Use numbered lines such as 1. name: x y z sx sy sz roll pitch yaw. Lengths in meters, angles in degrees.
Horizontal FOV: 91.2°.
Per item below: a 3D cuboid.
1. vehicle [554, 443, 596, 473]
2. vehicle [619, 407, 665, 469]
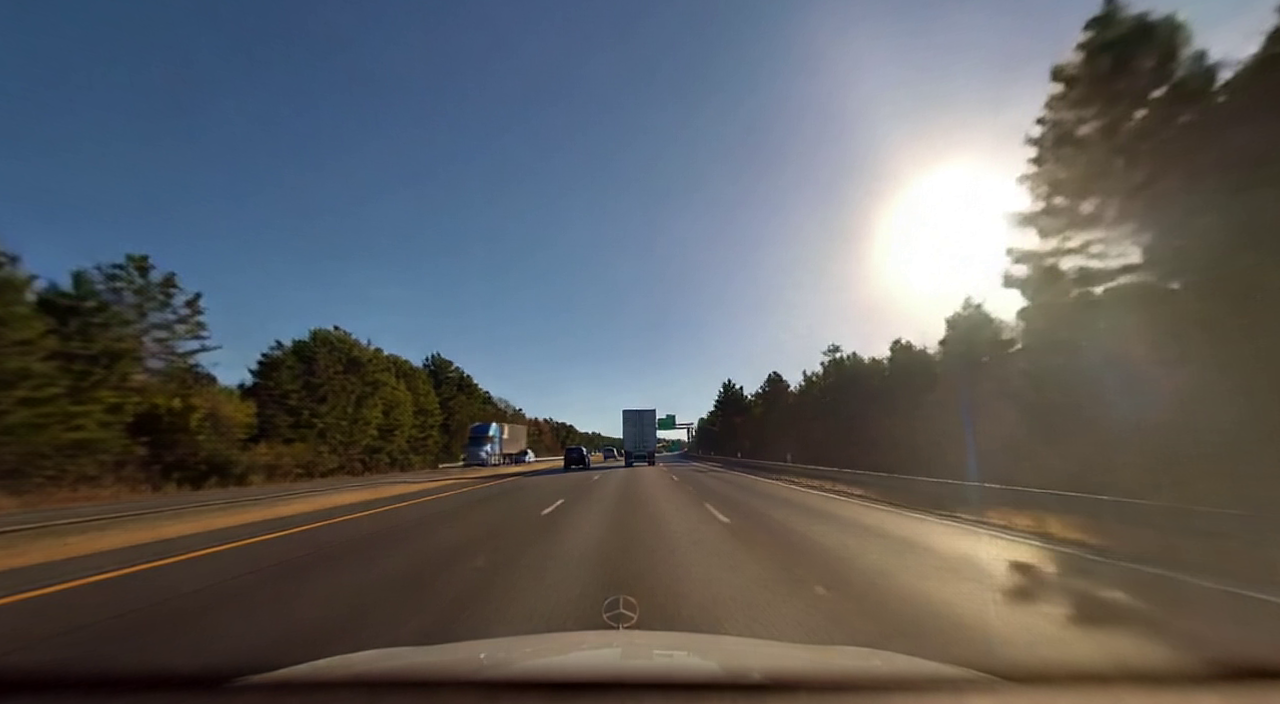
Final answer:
1. vehicle: -3.747 6.207 36.821 2.112 1.645 4.129 0 -9 -1
2. vehicle: 0.031 6.581 47.308 3.100 4.091 10.664 0 -9 -1
